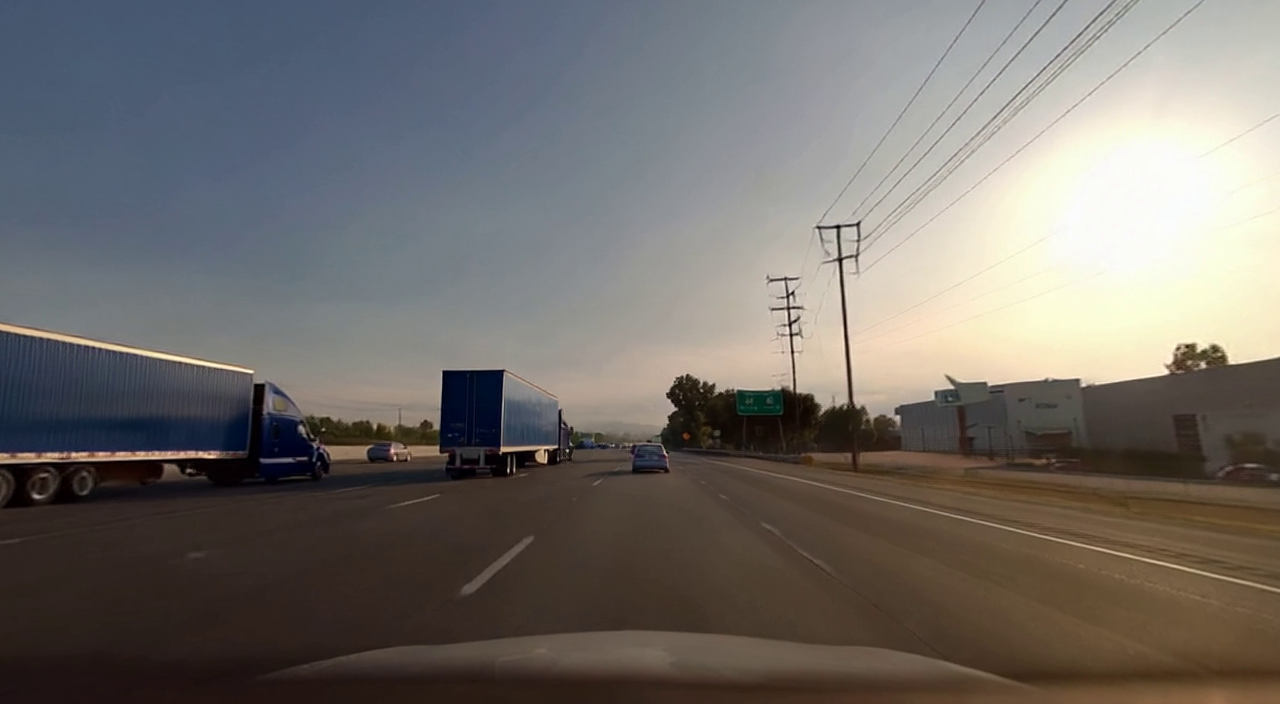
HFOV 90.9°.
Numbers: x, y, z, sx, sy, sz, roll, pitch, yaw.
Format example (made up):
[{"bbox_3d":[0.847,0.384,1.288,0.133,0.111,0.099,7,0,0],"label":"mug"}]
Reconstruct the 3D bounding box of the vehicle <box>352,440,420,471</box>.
[{"bbox_3d":[-14.566,5.946,36.451,1.938,1.679,4.469,0,-8,1],"label":"vehicle"}]

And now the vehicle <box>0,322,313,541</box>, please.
[{"bbox_3d":[-10.640,1.686,12.700,2.896,3.140,9.491,0,-8,1],"label":"vehicle"}]

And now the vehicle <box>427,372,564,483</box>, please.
[{"bbox_3d":[-6.267,3.919,31.047,2.907,4.081,15.311,0,-8,1],"label":"vehicle"}]

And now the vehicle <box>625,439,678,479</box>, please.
[{"bbox_3d":[0.450,4.468,26.536,2.055,1.514,4.323,0,-8,0],"label":"vehicle"}]
